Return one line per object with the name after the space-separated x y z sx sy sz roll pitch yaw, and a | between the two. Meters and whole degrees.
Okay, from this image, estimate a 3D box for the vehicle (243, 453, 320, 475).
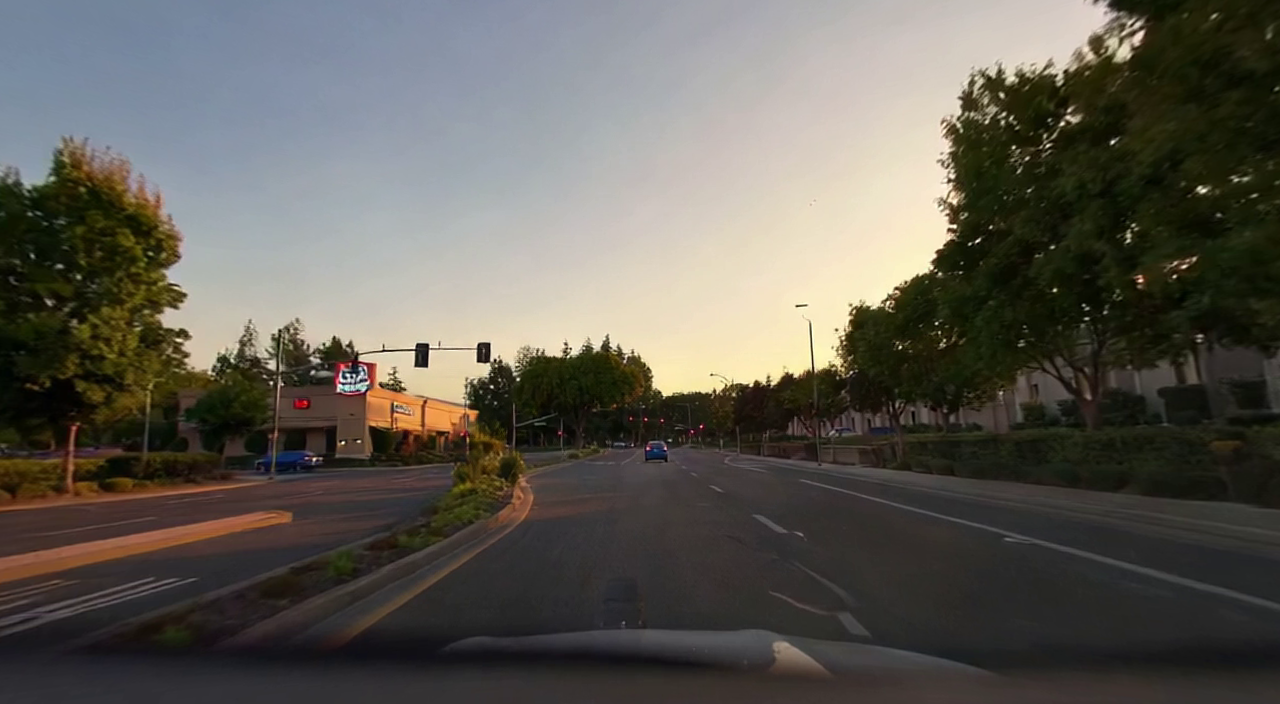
-25.920 8.080 45.680 4.438 1.440 1.782 2 -9 -13 | vehicle
